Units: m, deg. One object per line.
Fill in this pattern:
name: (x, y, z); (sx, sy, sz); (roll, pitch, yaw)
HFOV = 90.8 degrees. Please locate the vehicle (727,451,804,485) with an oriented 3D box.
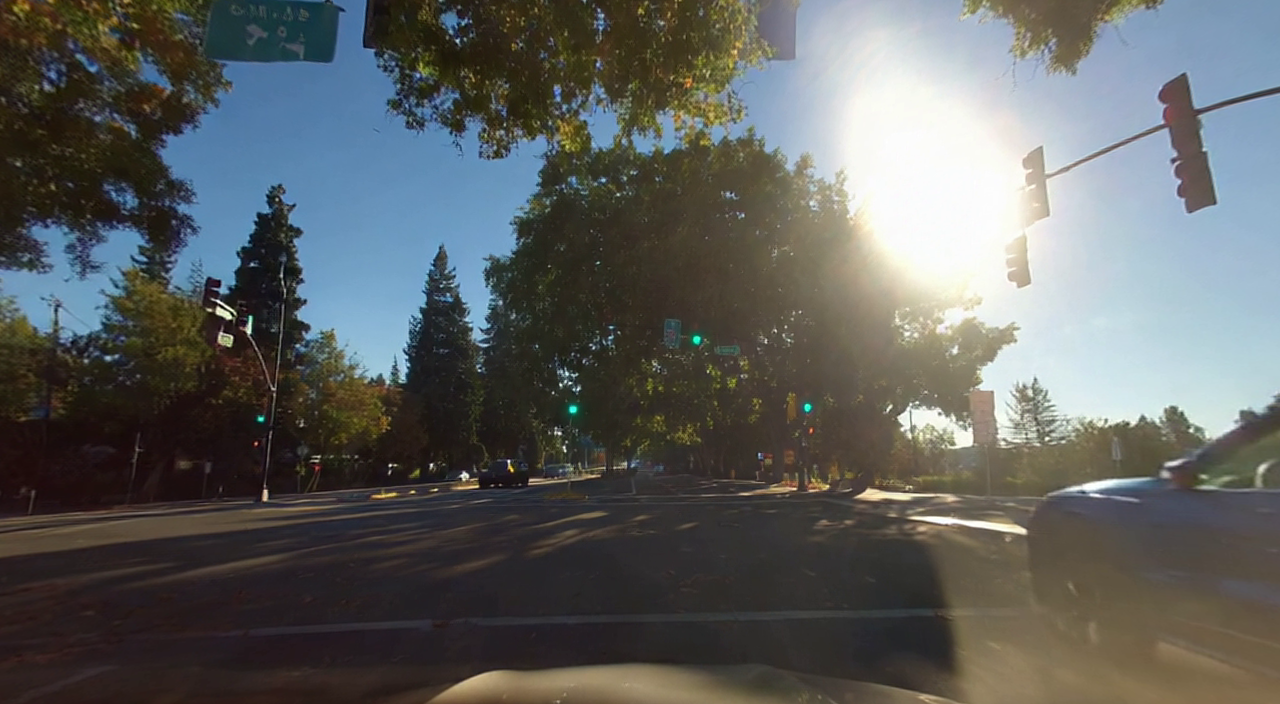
vehicle: (8.841, 8.237, 45.411); (2.771, 2.214, 7.159); (2, -9, -12)

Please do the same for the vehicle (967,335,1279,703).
vehicle: (3.222, 0.703, 1.609); (2.140, 1.655, 4.786); (0, -9, -1)
